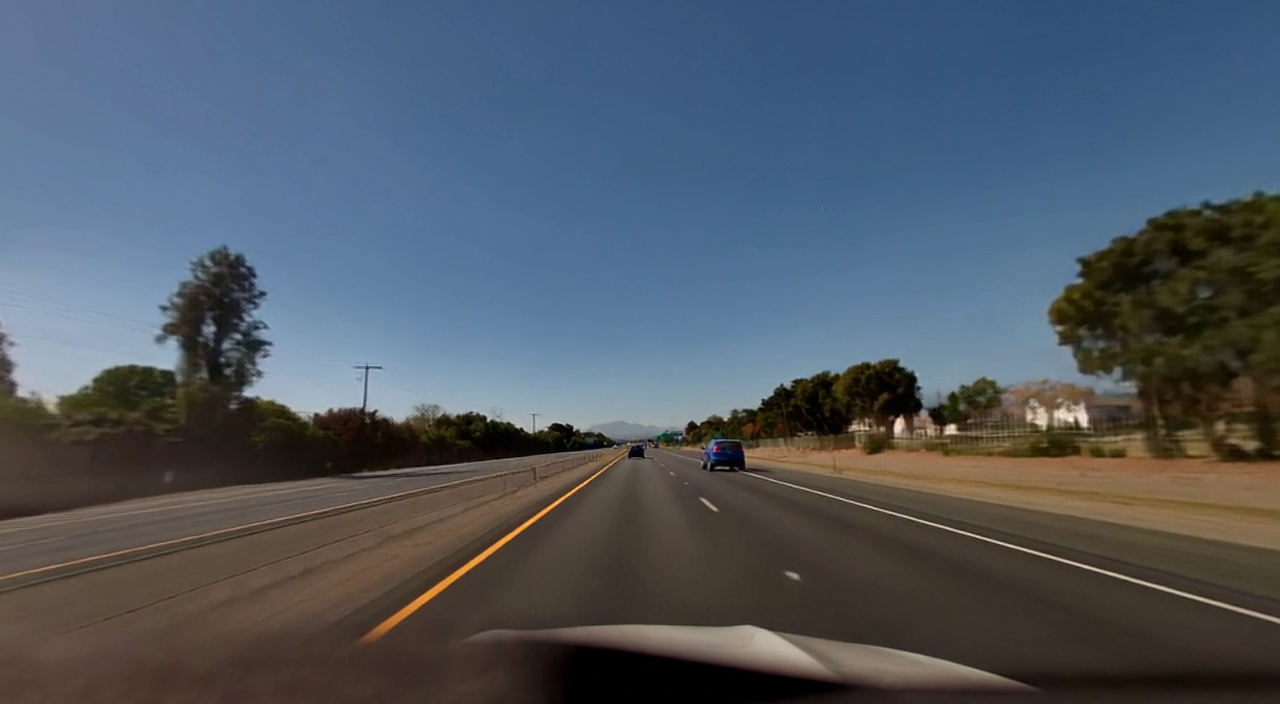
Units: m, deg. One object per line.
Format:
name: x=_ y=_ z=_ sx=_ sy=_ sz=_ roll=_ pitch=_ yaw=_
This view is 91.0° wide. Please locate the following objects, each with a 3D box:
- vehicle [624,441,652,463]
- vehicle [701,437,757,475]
vehicle: x=-0.141 y=7.477 z=47.003 sx=2.009 sy=1.554 sz=4.013 roll=0 pitch=-8 yaw=1
vehicle: x=4.047 y=4.782 z=29.226 sx=2.037 sy=1.609 sz=4.036 roll=0 pitch=-8 yaw=0
